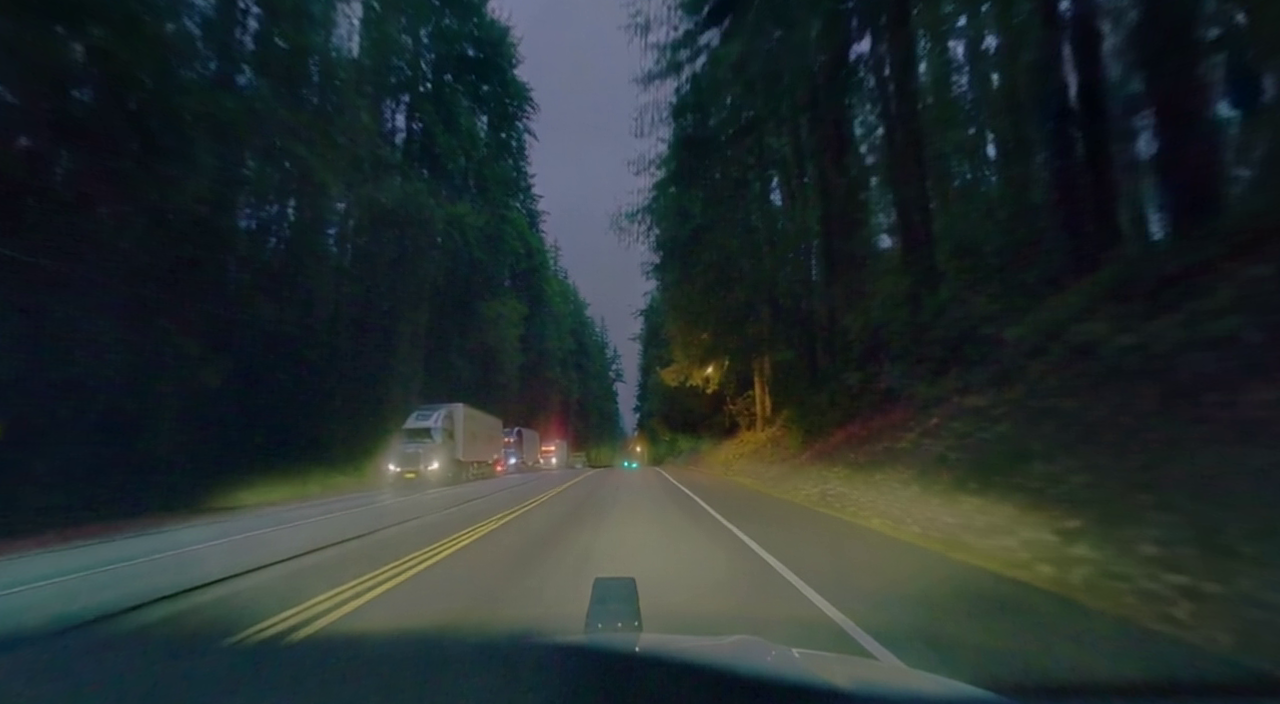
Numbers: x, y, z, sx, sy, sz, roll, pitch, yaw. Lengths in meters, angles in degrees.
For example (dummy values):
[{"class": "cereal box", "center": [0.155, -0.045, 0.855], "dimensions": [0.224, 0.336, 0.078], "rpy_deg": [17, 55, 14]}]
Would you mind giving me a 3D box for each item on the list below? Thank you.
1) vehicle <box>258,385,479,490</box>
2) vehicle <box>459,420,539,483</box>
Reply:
[{"class": "vehicle", "center": [-10.701, 3.956, 26.776], "dimensions": [5.596, 3.130, 8.972], "rpy_deg": [-4, -13, -2]}, {"class": "vehicle", "center": [-8.431, 6.016, 39.251], "dimensions": [2.788, 3.365, 9.652], "rpy_deg": [0, -7, 0]}]
